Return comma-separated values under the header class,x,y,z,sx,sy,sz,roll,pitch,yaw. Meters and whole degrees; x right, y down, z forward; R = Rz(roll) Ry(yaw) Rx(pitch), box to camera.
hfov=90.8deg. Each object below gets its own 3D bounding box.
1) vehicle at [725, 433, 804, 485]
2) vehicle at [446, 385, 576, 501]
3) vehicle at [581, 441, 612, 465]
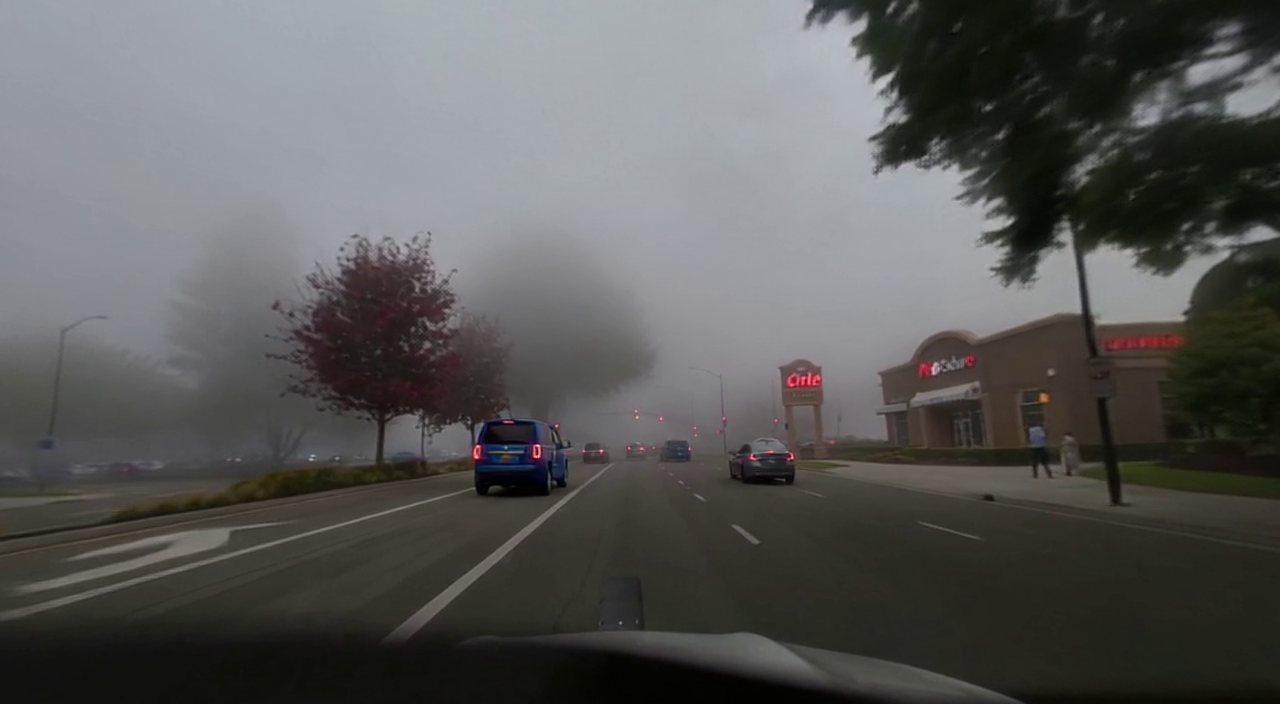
class,x,y,z,sx,sy,sz,roll,pitch,yaw
vehicle,4.319,3.788,22.629,1.869,1.646,4.166,0,-9,-2
vehicle,-3.416,2.641,18.291,2.443,2.784,5.862,0,-9,1
vehicle,-3.369,7.879,49.314,2.030,1.724,4.365,0,-9,1
